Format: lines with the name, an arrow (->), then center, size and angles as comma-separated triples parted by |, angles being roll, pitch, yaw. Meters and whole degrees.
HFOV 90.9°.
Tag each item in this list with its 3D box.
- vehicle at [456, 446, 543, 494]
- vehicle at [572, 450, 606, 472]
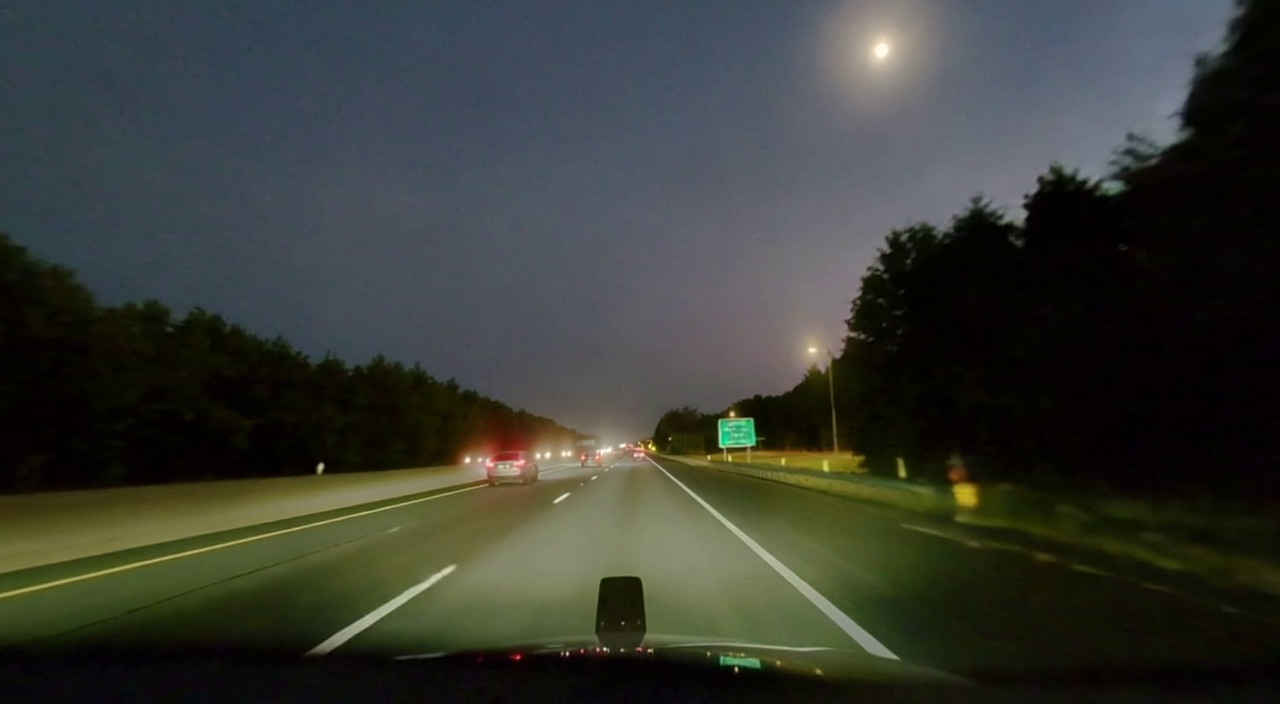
vehicle -> -4.817, 4.119, 22.328 | 1.975, 1.501, 4.603 | 0, -9, 0
vehicle -> -3.487, 7.531, 43.669 | 2.005, 1.474, 3.921 | 0, -9, 0
